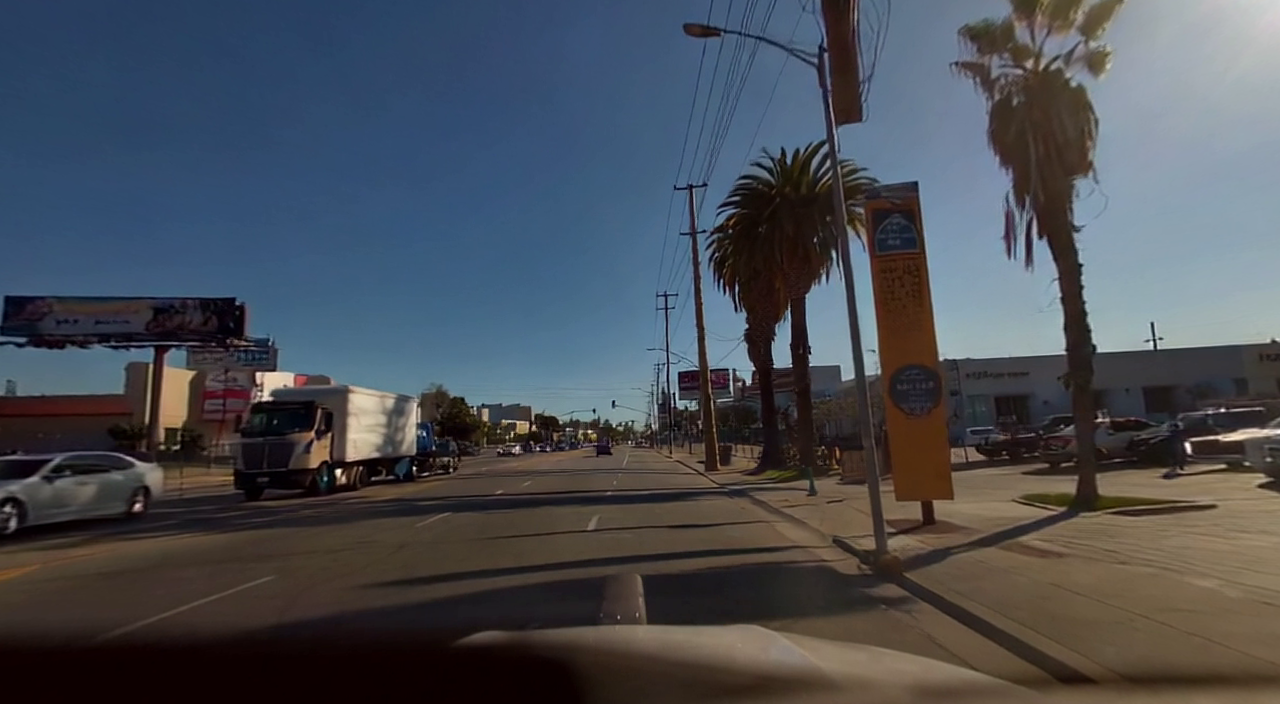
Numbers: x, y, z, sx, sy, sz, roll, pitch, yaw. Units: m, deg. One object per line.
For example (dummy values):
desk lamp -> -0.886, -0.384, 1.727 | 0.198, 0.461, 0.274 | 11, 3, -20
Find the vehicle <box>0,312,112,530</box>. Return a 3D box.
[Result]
vehicle -> -13.735, 0.418, 5.995 | 2.876, 4.151, 17.071 | -1, -8, 0

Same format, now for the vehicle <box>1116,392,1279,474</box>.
vehicle -> 15.307, 2.245, 16.657 | 2.052, 1.837, 4.750 | -1, -10, 4

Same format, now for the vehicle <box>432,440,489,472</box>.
vehicle -> -10.505, 6.094, 37.355 | 2.004, 1.745, 4.445 | -1, -8, 1

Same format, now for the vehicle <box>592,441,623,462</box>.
vehicle -> -2.473, 7.633, 48.794 | 2.040, 1.492, 5.114 | -1, -8, 1

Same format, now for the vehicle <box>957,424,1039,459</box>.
vehicle -> 16.910, 4.275, 30.092 | 1.697, 1.559, 3.647 | -1, -9, 0

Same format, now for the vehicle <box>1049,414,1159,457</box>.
vehicle -> 22.237, 4.074, 30.630 | 2.010, 1.871, 4.913 | -1, -9, 6

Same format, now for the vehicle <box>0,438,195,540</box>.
vehicle -> -10.599, 2.534, 11.383 | 1.919, 1.512, 4.443 | -4, -13, 0

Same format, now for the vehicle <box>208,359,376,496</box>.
vehicle -> -10.645, 2.404, 19.816 | 3.027, 3.903, 3.372 | 0, -9, 1
